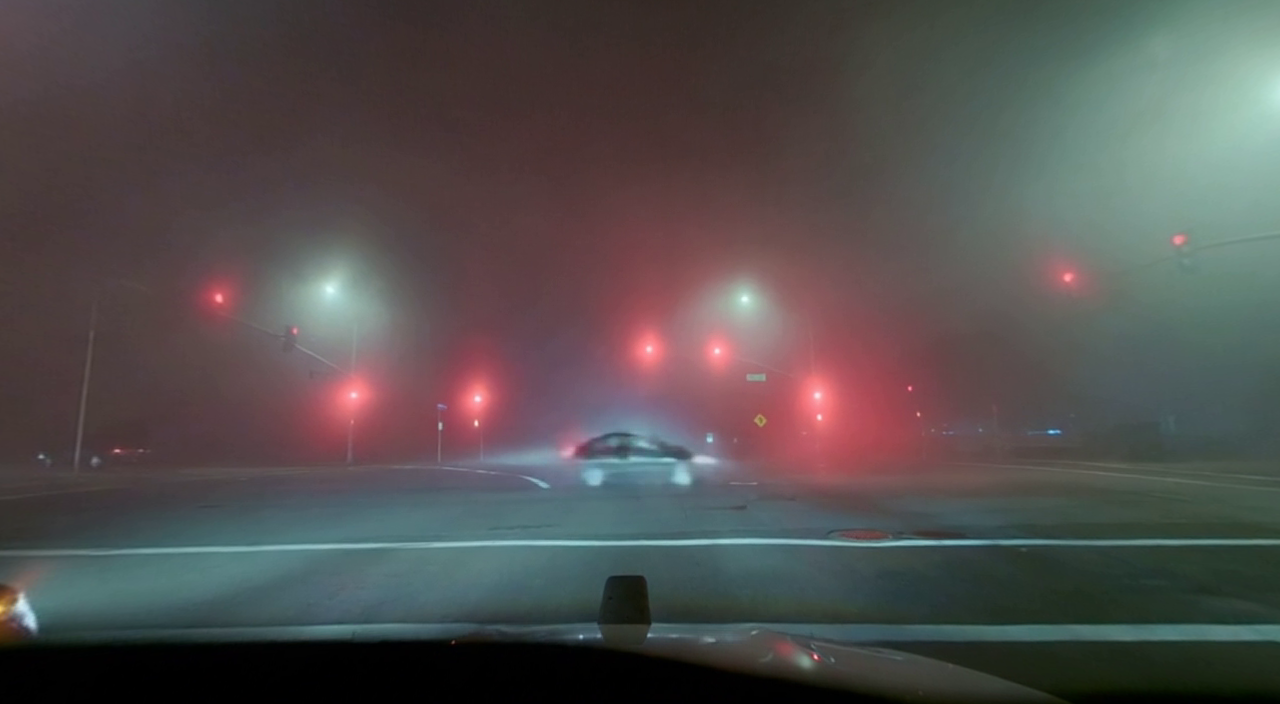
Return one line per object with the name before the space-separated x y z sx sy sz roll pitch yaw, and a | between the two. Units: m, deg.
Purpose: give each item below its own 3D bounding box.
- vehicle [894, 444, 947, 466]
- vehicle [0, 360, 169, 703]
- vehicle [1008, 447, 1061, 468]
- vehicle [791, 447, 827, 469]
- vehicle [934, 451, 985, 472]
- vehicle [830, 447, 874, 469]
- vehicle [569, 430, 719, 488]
vehicle | 20.574 7.587 46.464 1.815 1.515 4.552 0 -8 0
vehicle | -3.053 0.616 0.547 2.055 1.573 4.065 0 -8 1
vehicle | 28.466 7.600 45.575 1.662 1.440 3.583 -1 -8 3
vehicle | 12.555 7.858 46.892 1.647 1.386 3.725 -2 -8 1
vehicle | 23.001 7.885 45.483 1.633 1.324 3.449 -1 -8 -3
vehicle | 15.567 7.755 46.386 1.714 1.458 4.206 0 -8 -1
vehicle | 0.128 2.933 17.360 3.894 1.490 1.810 -1 -8 3
